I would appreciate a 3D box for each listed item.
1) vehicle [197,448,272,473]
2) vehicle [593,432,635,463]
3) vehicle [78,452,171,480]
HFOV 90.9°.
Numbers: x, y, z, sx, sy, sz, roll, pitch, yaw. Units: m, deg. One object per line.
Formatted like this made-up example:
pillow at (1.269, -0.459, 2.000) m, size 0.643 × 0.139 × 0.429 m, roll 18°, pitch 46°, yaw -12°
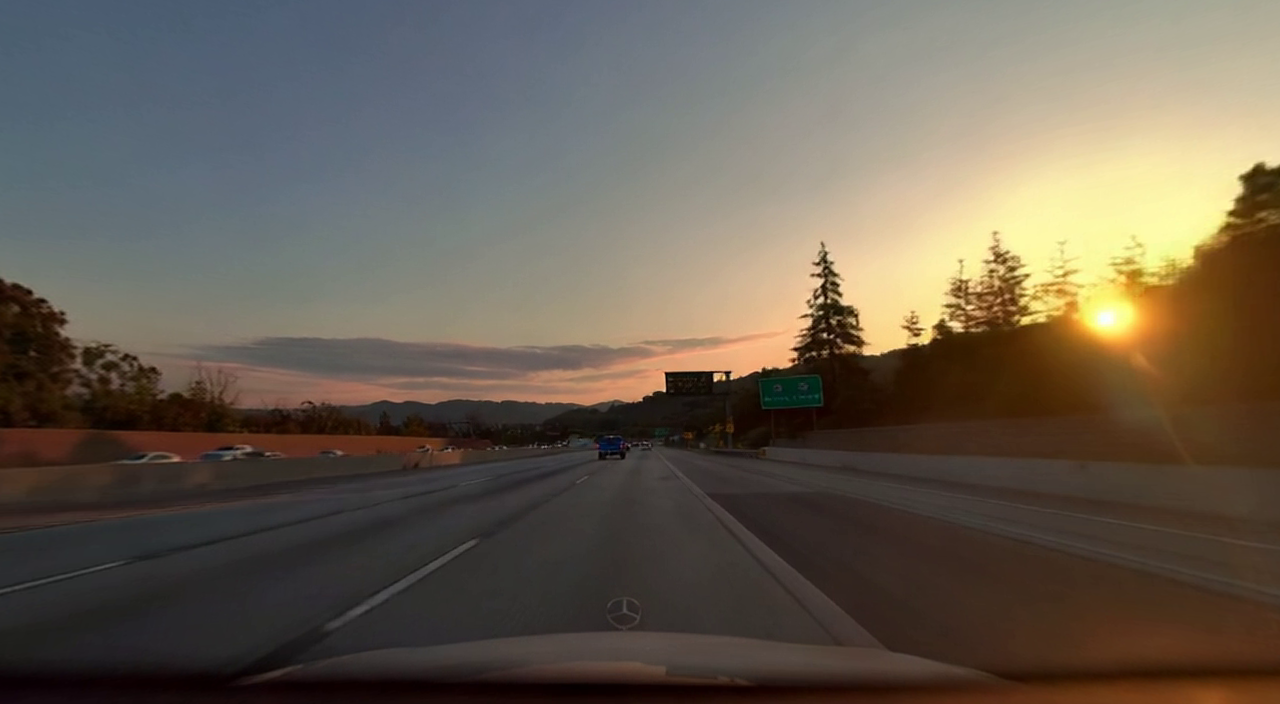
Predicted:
vehicle at (-25.568, 6.830, 39.919) m, size 1.839 × 1.458 × 4.174 m, roll 0°, pitch -8°, yaw 1°
vehicle at (-1.826, 7.079, 46.881) m, size 2.604 × 2.170 × 6.271 m, roll 0°, pitch -8°, yaw 2°
vehicle at (-29.558, 6.508, 36.311) m, size 1.781 × 1.432 × 4.227 m, roll 0°, pitch -8°, yaw 0°
